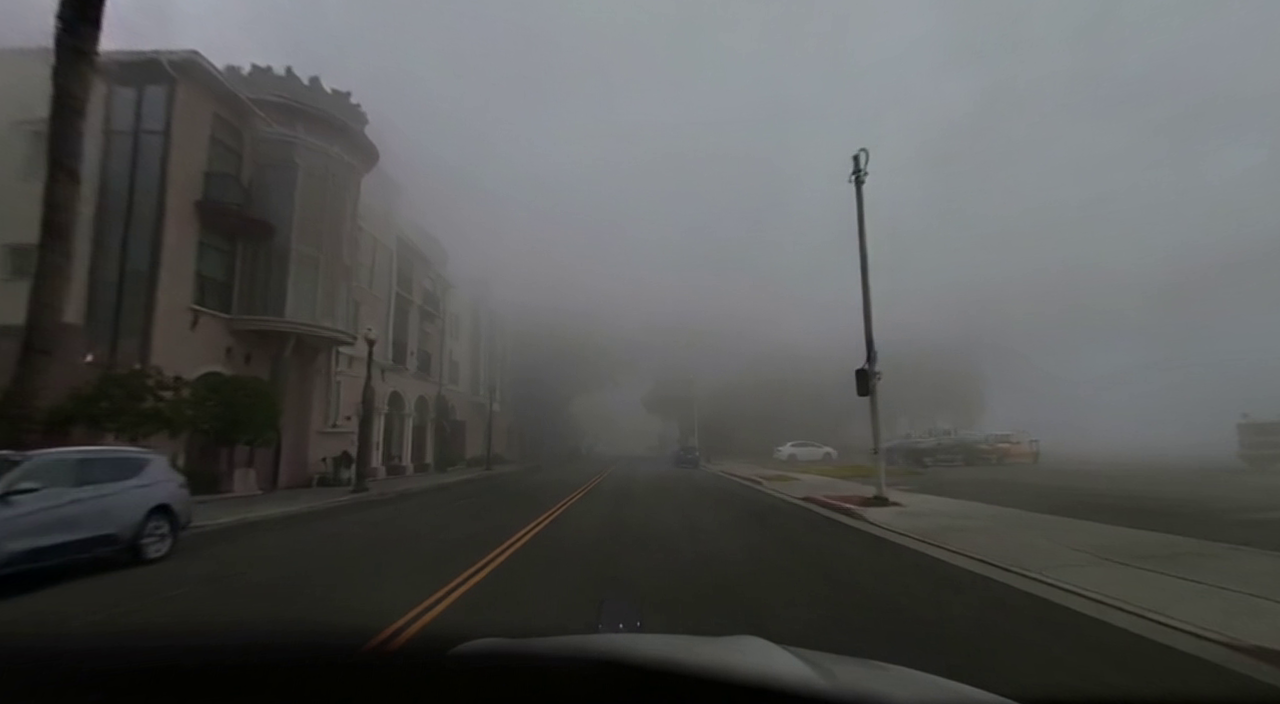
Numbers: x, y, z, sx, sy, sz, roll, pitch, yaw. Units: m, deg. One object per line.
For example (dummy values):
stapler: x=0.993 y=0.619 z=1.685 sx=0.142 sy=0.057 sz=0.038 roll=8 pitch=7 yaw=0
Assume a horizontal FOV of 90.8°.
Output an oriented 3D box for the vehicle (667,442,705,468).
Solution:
vehicle: x=2.865 y=6.532 z=40.316 sx=1.985 sy=1.543 sz=4.112 roll=1 pitch=-8 yaw=-2

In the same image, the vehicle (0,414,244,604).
vehicle: x=-6.585 y=1.628 z=6.736 sx=1.946 sy=1.640 sz=4.430 roll=-3 pitch=-9 yaw=-1
